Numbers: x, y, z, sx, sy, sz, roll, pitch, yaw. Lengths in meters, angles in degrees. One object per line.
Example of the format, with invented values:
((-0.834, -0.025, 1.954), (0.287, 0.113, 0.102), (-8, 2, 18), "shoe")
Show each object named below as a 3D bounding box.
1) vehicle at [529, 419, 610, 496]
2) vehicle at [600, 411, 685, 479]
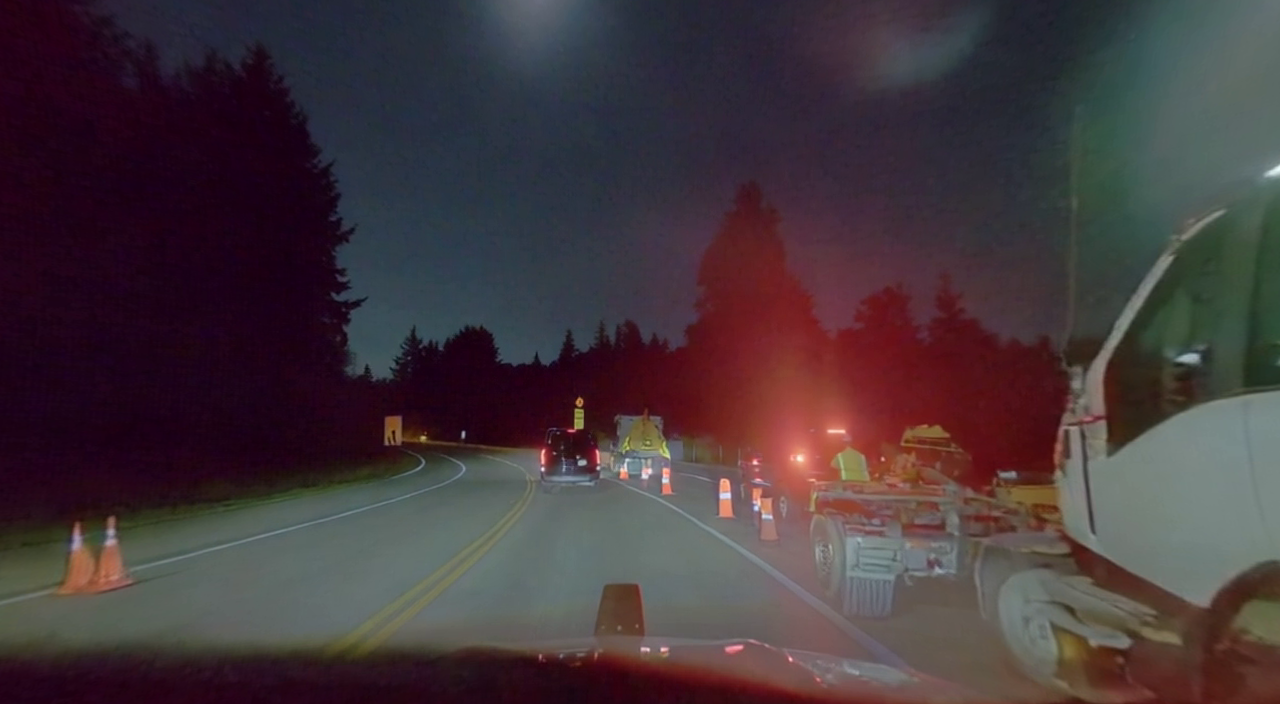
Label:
((-2.481, 3.468, 21.026), (2.362, 2.223, 4.892), (2, -9, -10), "vehicle")
((-0.118, 5.147, 35.576), (3.126, 3.310, 8.534), (1, -8, -11), "vehicle")
